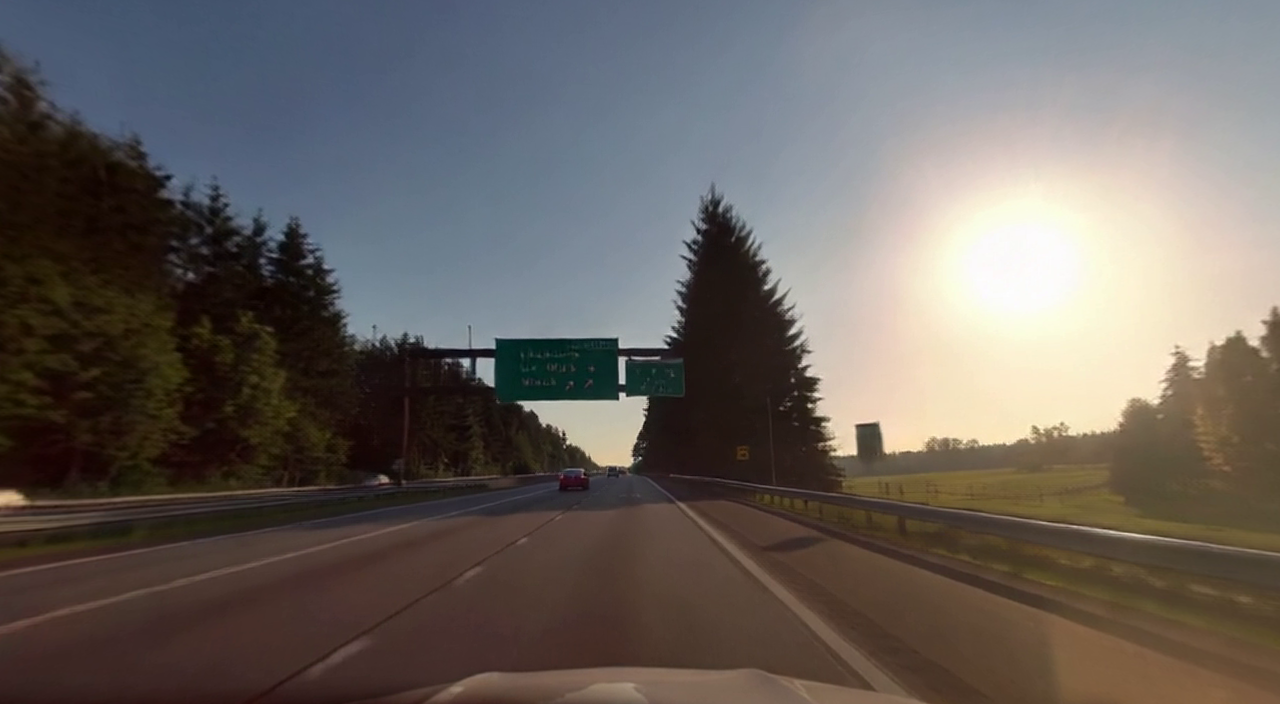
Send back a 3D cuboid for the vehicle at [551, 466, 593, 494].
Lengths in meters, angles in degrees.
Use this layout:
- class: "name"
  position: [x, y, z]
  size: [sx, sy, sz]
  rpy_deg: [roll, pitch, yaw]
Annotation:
- class: "vehicle"
  position: [-3.938, 7.488, 37.077]
  size: [1.954, 1.509, 4.094]
  rpy_deg: [1, -10, 1]
